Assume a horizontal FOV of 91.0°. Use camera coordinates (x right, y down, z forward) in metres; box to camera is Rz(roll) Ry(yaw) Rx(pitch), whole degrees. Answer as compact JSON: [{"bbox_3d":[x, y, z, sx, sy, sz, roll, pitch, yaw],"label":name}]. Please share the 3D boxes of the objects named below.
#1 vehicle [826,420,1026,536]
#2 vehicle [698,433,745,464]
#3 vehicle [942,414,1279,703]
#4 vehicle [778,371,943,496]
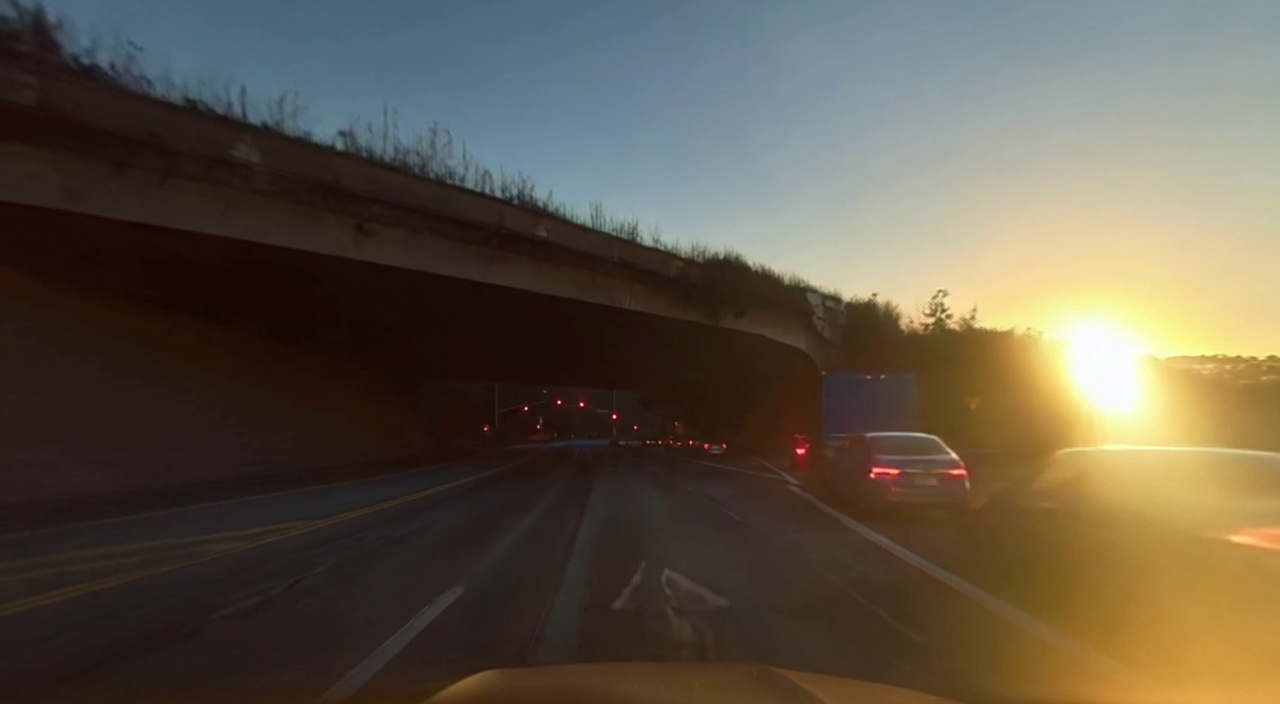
[{"bbox_3d":[4.794,2.144,11.358,1.926,1.650,4.315,-1,-8,6],"label":"vehicle"},{"bbox_3d":[4.741,5.679,37.190,1.917,1.748,4.003,0,-8,-5],"label":"vehicle"},{"bbox_3d":[3.903,1.255,4.451,1.947,1.475,3.962,-1,-8,7],"label":"vehicle"},{"bbox_3d":[6.181,2.530,19.247,2.625,2.975,8.237,-1,-8,4],"label":"vehicle"}]
